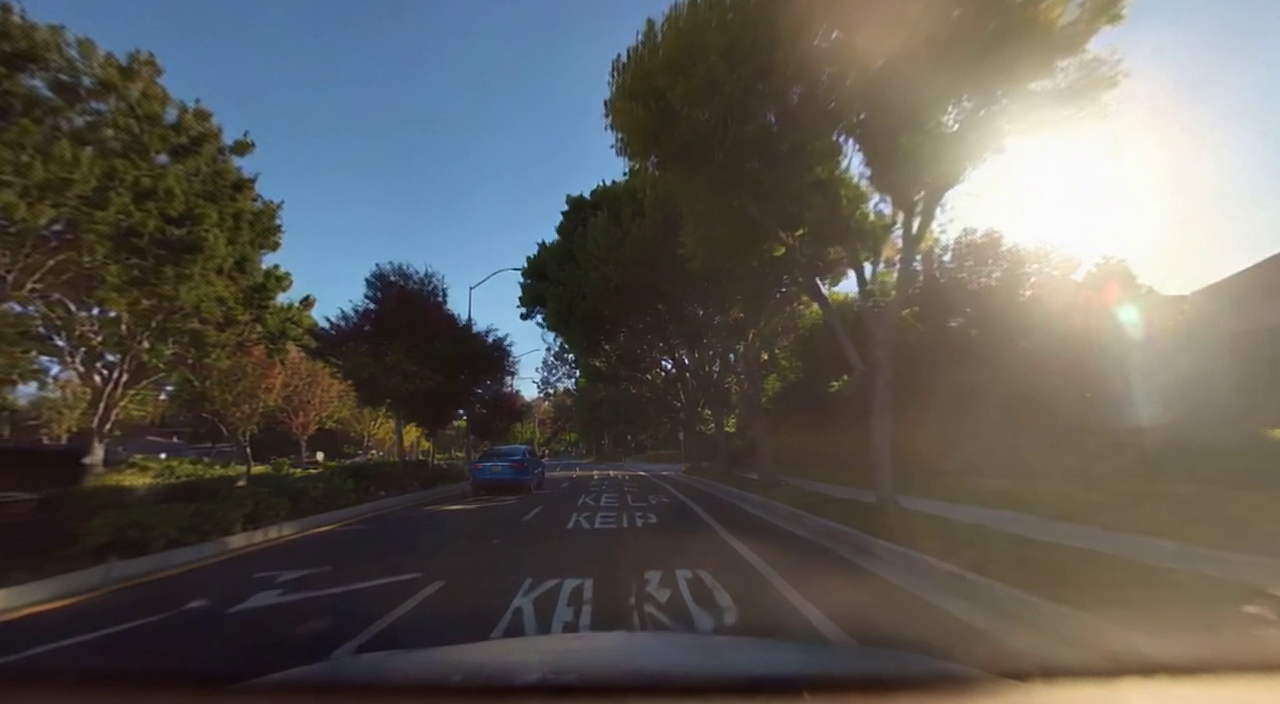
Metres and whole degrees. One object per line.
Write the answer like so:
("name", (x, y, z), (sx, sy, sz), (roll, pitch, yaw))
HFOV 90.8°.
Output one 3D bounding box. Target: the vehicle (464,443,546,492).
("vehicle", (-4.563, 3.954, 22.116), (1.980, 1.508, 4.502), (0, -8, -2))
